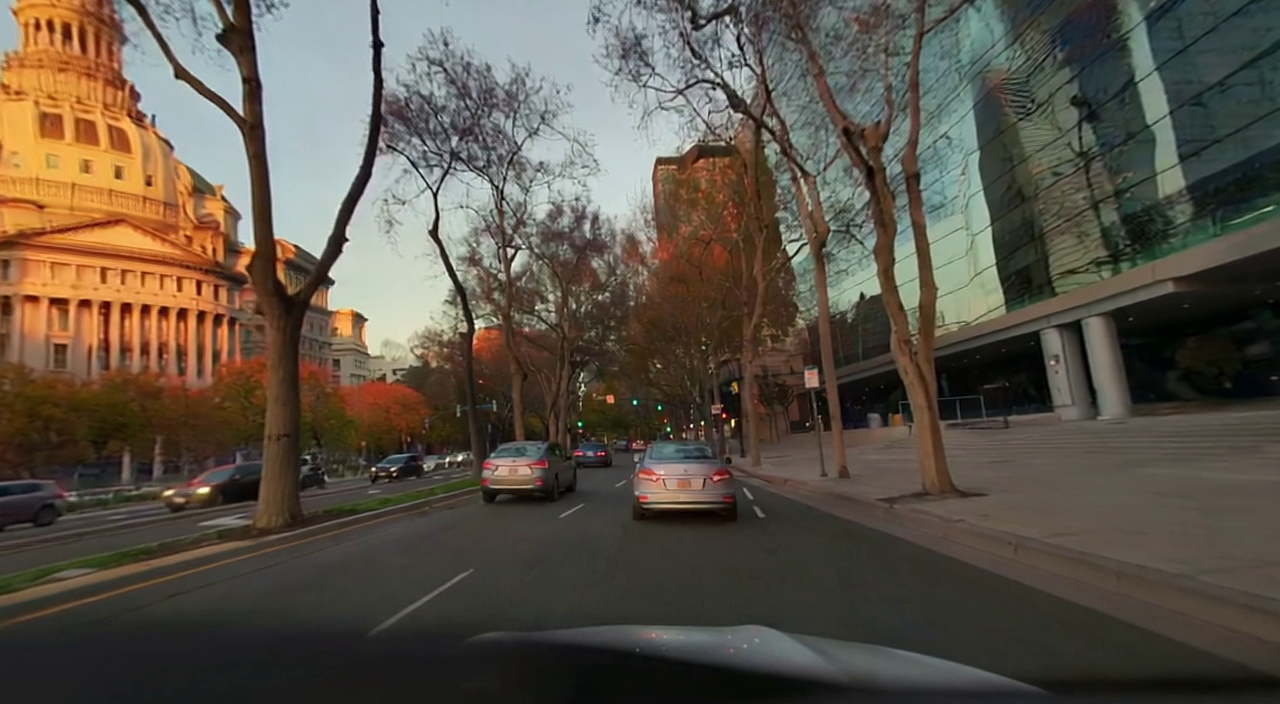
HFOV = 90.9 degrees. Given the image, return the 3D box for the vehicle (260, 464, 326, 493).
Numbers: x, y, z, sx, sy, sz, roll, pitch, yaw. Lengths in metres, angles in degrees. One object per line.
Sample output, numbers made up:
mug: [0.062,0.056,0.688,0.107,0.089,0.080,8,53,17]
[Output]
vehicle: [-23.283,8.473,42.508,2.003,1.747,4.505,0,-9,-2]

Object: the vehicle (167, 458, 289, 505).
vehicle: [-16.945,5.317,26.267,2.075,1.700,4.405,0,-9,0]

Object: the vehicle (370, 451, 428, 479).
vehicle: [-16.656,7.790,43.846,2.024,1.782,4.827,0,-9,1]

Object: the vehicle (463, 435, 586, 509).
vehicle: [-2.592,2.805,15.253,1.961,1.517,4.202,0,-9,3]

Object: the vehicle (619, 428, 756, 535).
vehicle: [0.736,2.134,10.936,1.933,1.504,3.802,0,-9,2]

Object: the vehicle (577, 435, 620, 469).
vehicle: [-2.240,5.540,35.133,1.969,1.764,4.160,0,-9,2]
